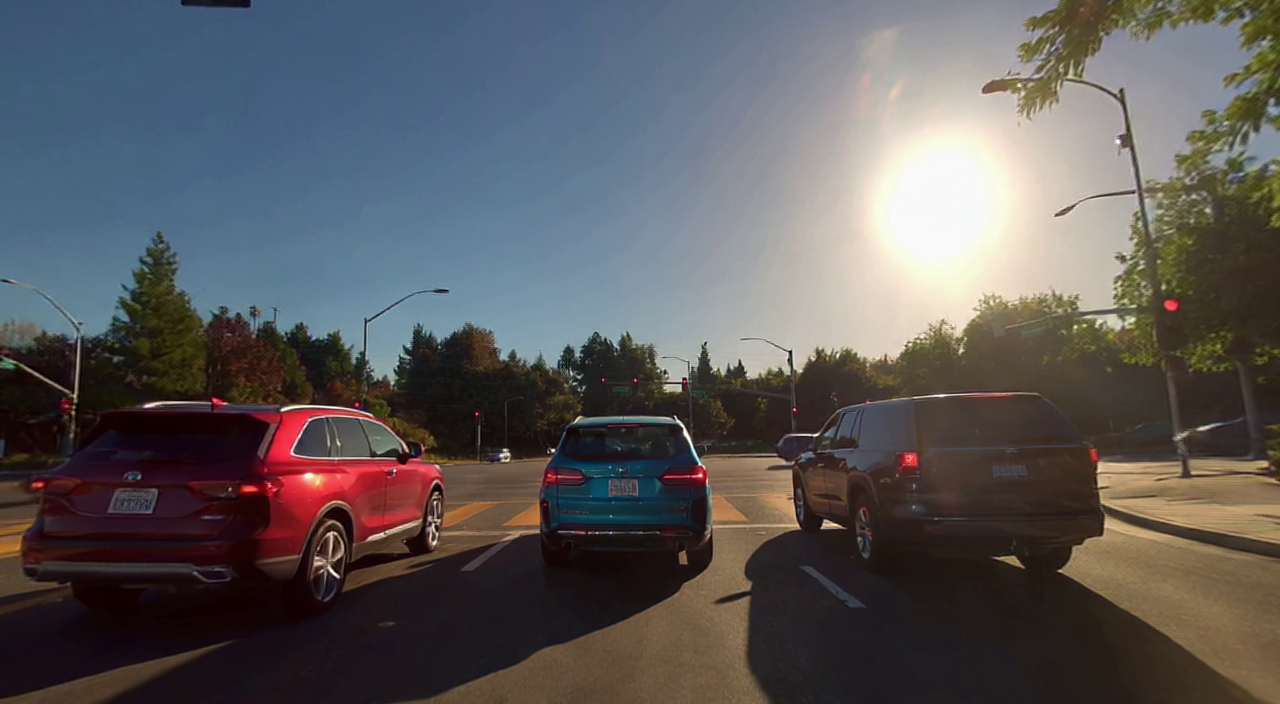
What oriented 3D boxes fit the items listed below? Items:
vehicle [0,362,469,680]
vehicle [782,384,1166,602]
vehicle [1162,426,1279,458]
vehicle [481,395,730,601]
[{"bbox_3d":[-3.279,1.280,5.886,2.047,1.810,4.414,0,-8,1],"label":"vehicle"},{"bbox_3d":[3.261,1.487,7.515,2.083,1.779,4.532,0,-8,0],"label":"vehicle"},{"bbox_3d":[28.848,4.400,30.805,5.018,1.435,1.920,0,-9,-3],"label":"vehicle"},{"bbox_3d":[-0.239,1.509,7.318,2.067,1.702,3.987,0,-8,2],"label":"vehicle"}]
